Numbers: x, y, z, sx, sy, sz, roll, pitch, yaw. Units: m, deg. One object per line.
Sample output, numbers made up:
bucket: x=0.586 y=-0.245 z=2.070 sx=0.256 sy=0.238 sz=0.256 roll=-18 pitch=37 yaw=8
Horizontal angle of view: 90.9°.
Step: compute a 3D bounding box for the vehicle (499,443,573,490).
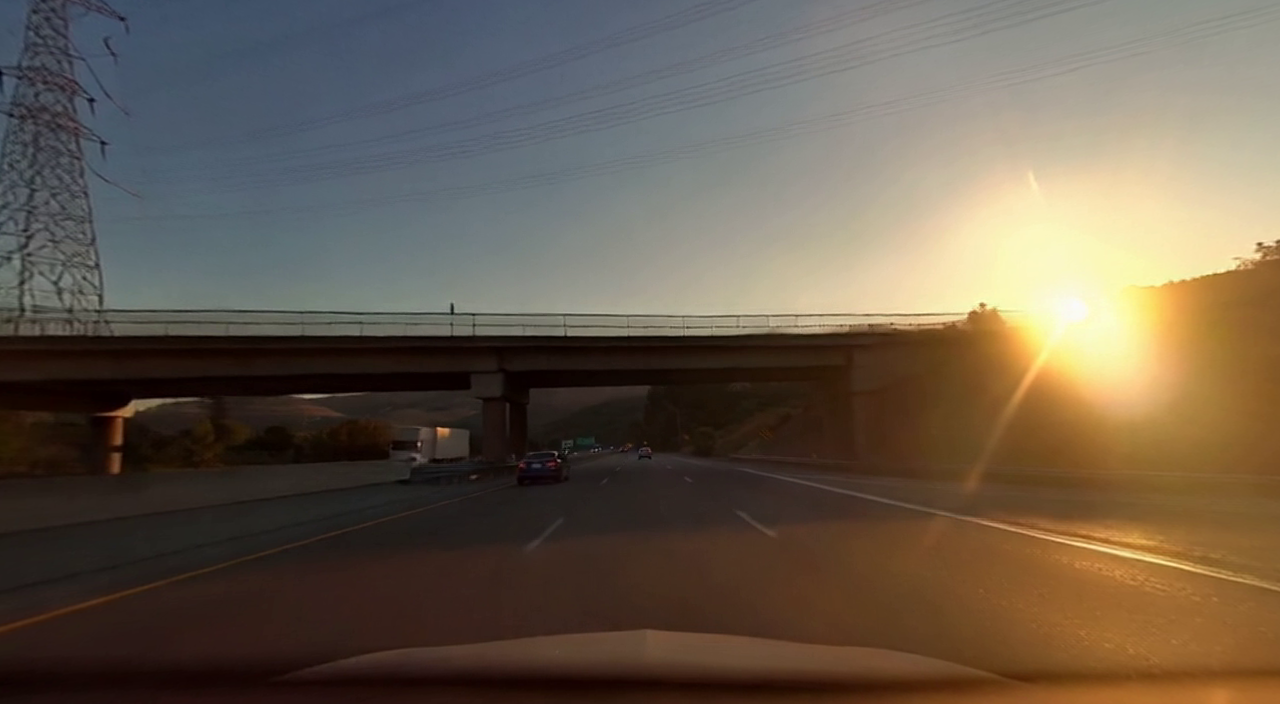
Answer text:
vehicle: x=-3.658 y=4.105 z=22.869 sx=1.924 sy=1.550 sz=4.165 roll=0 pitch=-9 yaw=1
